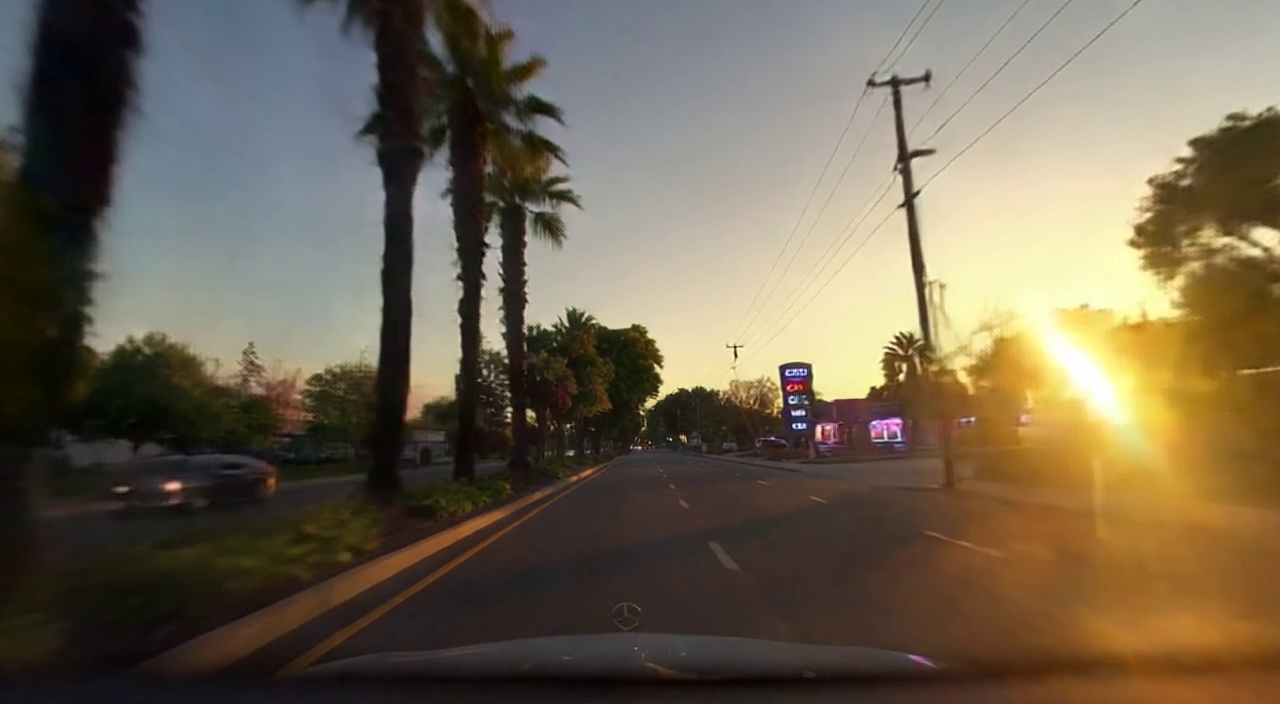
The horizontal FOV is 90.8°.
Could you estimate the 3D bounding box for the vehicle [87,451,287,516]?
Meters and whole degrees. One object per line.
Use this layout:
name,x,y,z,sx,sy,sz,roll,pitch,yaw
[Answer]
vehicle,-11.980,3.462,17.230,2.015,1.484,4.651,0,-8,-1
